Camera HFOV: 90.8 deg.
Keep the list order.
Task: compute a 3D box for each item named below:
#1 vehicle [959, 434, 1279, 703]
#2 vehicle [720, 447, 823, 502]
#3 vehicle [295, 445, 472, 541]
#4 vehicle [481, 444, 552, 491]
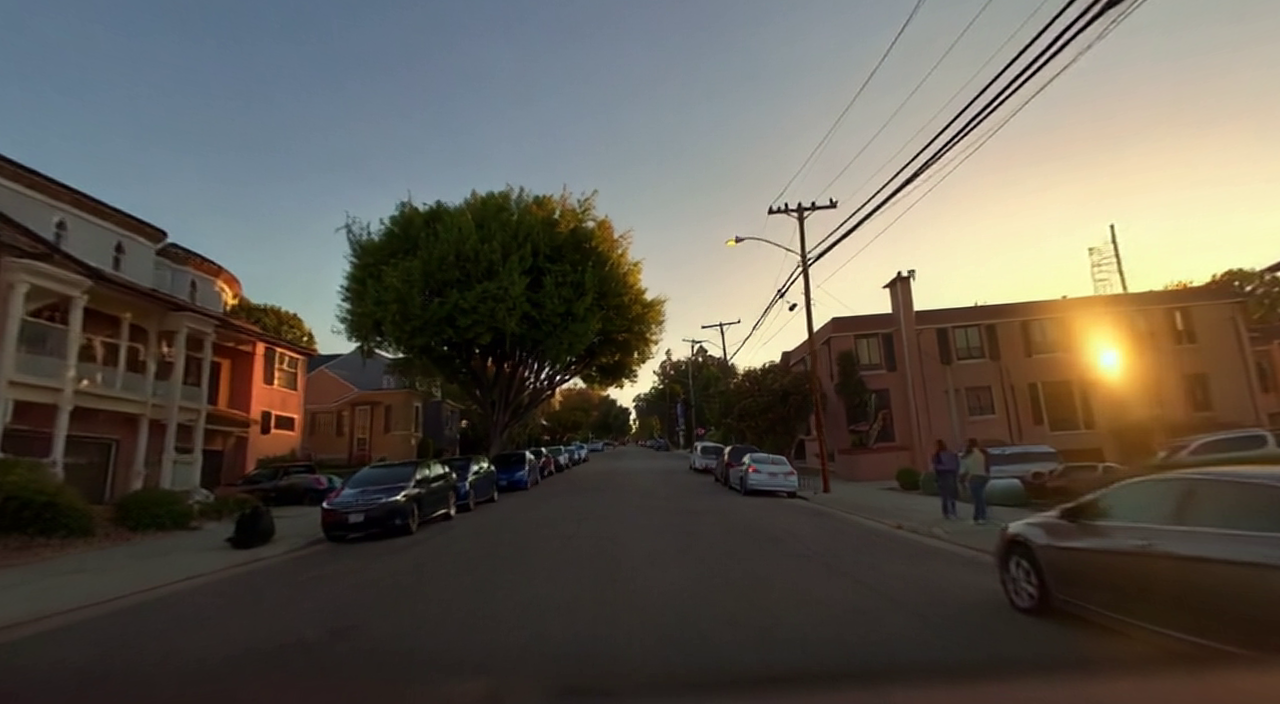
[{"bbox_3d":[4.141,1.253,3.690,2.057,1.511,4.858,-1,-10,1],"label":"vehicle"},{"bbox_3d":[4.025,3.825,20.281,2.174,1.504,4.809,0,-8,-1],"label":"vehicle"},{"bbox_3d":[-5.241,2.888,13.687,2.032,1.716,4.382,0,-8,-1],"label":"vehicle"},{"bbox_3d":[-5.617,5.303,29.593,2.184,1.958,5.757,0,-8,0],"label":"vehicle"}]
